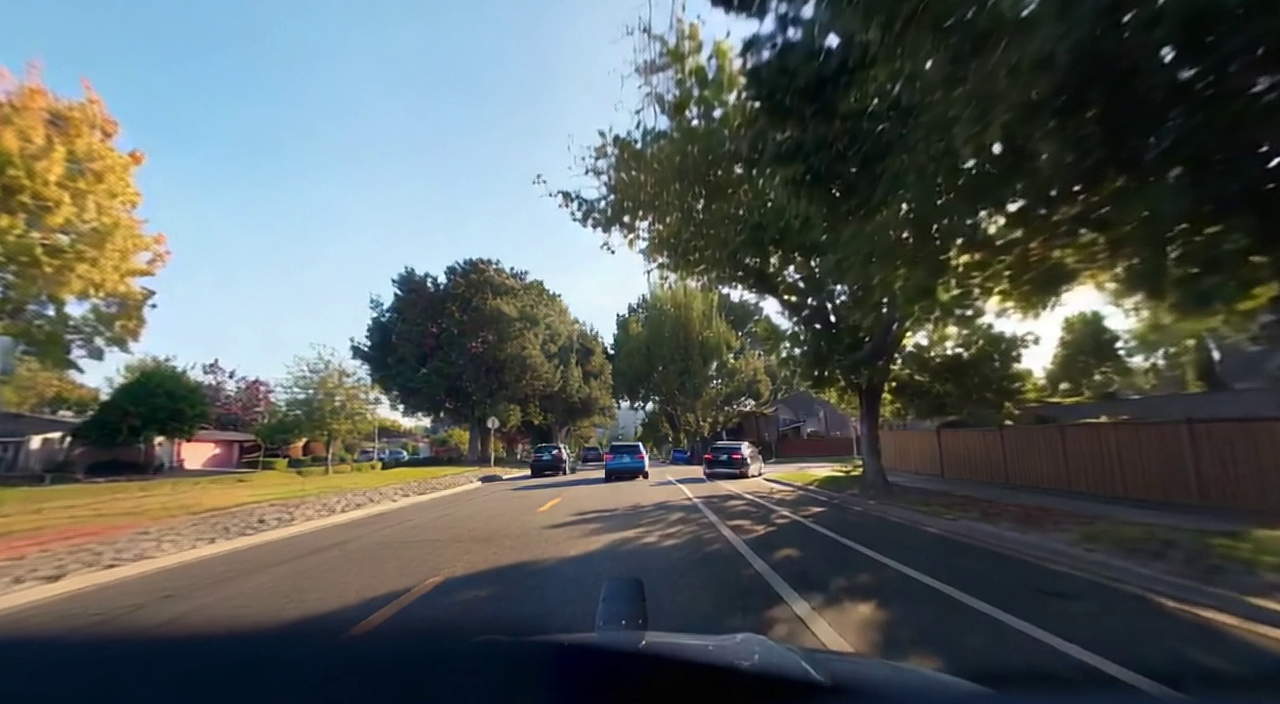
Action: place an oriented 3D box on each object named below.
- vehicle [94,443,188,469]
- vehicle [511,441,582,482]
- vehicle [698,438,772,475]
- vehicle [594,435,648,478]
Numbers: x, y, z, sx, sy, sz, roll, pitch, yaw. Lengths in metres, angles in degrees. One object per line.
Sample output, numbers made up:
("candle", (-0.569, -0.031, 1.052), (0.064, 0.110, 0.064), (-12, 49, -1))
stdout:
("vehicle", (-33.468, 6.961, 42.196), (4.600, 1.698, 1.993), (0, -8, 3))
("vehicle", (-3.532, 4.226, 24.541), (2.032, 1.433, 4.458), (0, -8, 1))
("vehicle", (4.822, 5.176, 31.323), (2.192, 1.677, 4.820), (-4, -9, 26))
("vehicle", (-0.774, 4.620, 27.924), (2.220, 1.742, 4.047), (0, -8, 1))
